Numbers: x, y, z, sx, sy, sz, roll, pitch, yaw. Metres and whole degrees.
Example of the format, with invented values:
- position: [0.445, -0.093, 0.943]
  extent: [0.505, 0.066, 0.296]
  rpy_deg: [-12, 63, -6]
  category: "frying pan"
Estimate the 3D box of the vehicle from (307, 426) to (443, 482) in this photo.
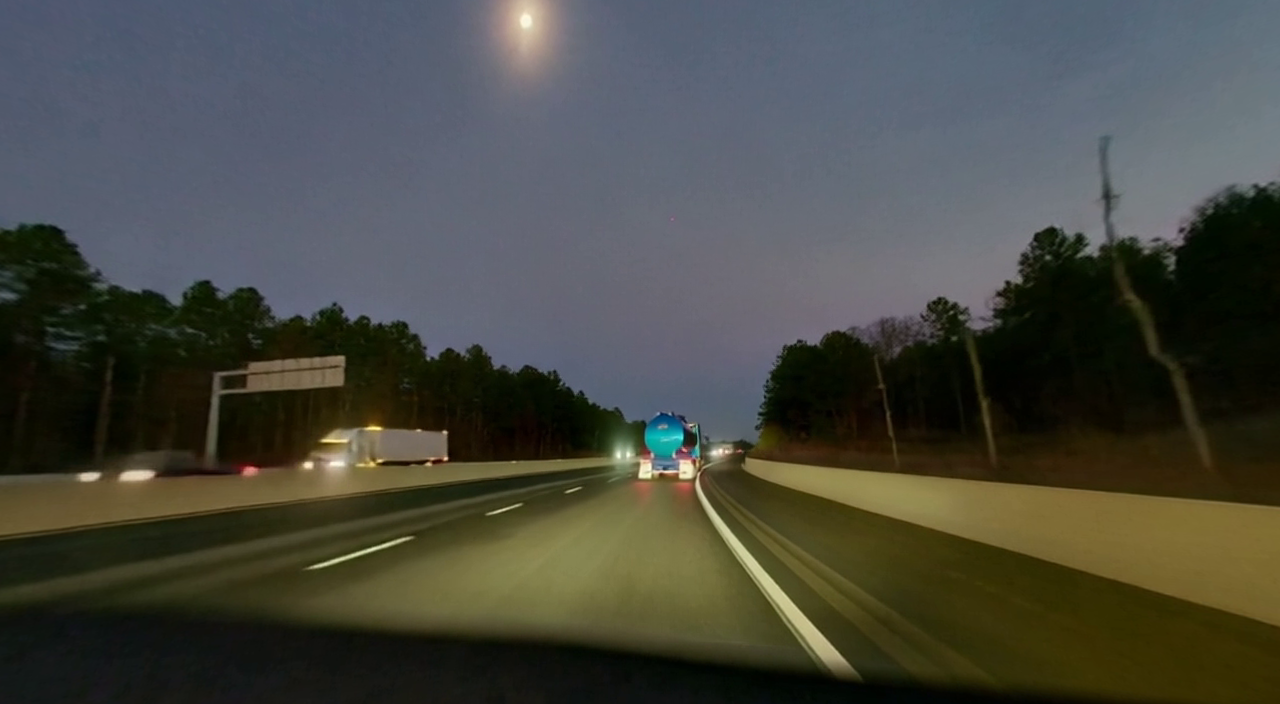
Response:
- position: [-16.549, 6.509, 40.687]
  extent: [2.850, 3.134, 10.723]
  rpy_deg: [-2, -9, 8]
  category: "vehicle"

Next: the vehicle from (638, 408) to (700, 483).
- position: [2.078, 5.744, 38.835]
  extent: [2.907, 3.747, 13.318]
  rpy_deg: [-1, -8, 6]
  category: "vehicle"

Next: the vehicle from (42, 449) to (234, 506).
- position: [-14.831, 3.684, 19.031]
  extent: [1.877, 1.487, 4.396]
  rpy_deg: [-1, -9, 6]
  category: "vehicle"
